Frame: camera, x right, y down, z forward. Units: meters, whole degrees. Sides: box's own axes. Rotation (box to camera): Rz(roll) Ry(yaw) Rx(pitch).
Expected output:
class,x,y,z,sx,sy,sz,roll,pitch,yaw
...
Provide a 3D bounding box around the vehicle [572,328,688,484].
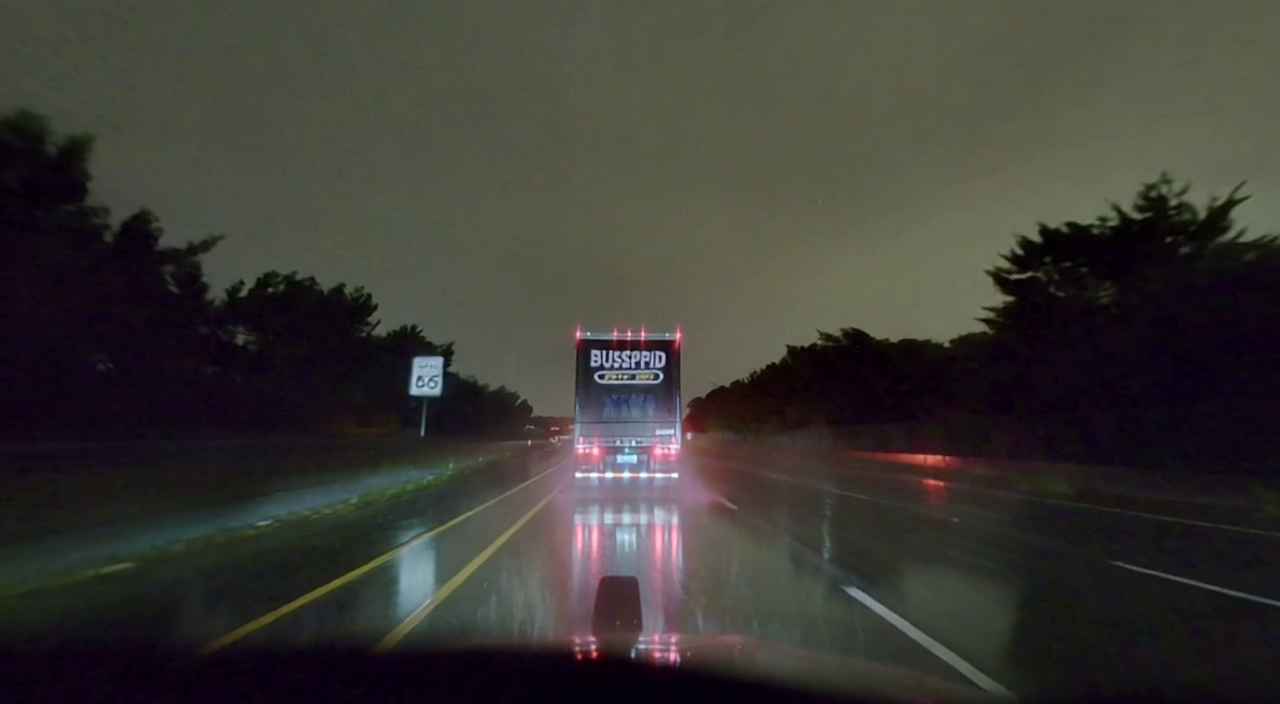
class,x,y,z,sx,sy,sz,roll,pitch,yaw
vehicle,-0.459,1.899,20.188,2.870,3.911,8.697,0,-8,-3
